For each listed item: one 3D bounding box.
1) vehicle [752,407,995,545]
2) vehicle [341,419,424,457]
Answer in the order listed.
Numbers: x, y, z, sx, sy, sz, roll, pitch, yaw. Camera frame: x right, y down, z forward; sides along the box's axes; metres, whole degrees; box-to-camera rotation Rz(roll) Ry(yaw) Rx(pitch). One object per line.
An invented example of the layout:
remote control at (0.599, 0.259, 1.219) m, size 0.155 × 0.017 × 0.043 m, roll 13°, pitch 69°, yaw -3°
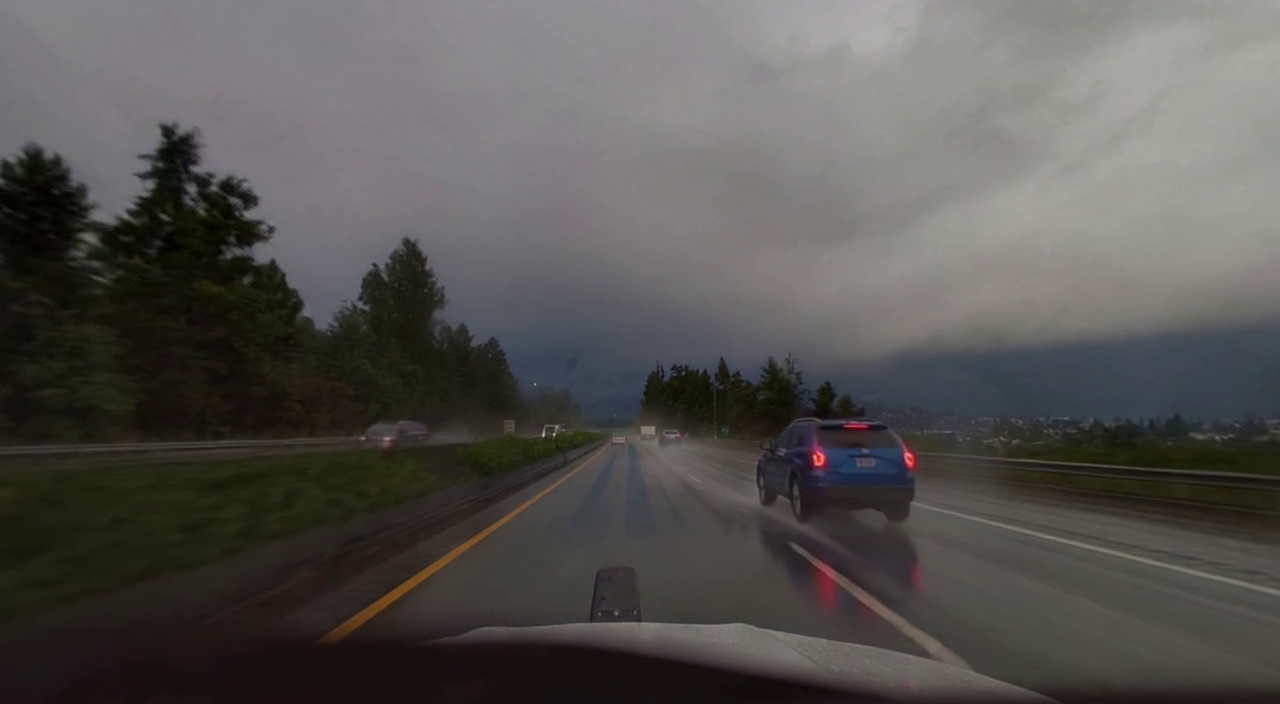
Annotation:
vehicle at (3.274, 1.814, 10.040) m, size 2.085 × 1.681 × 4.436 m, roll 0°, pitch -7°, yaw -1°
vehicle at (-14.045, 4.727, 34.892) m, size 2.233 × 1.923 × 5.794 m, roll 0°, pitch -7°, yaw -1°
